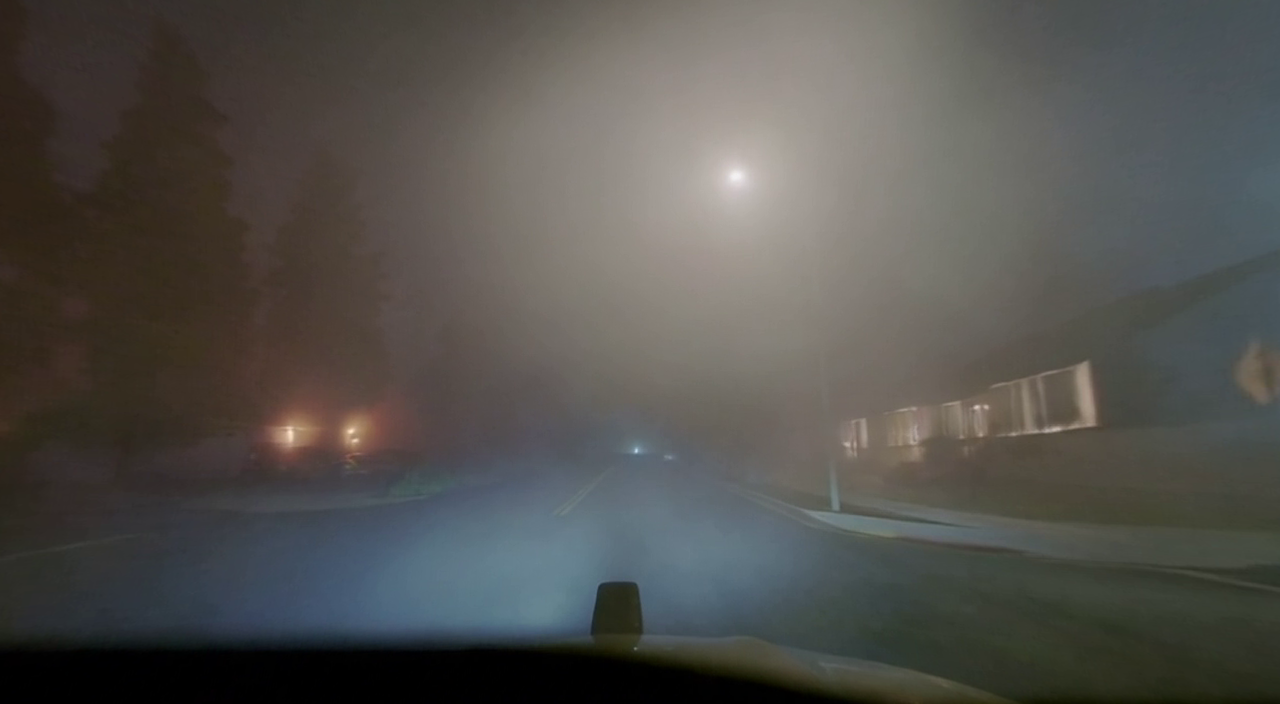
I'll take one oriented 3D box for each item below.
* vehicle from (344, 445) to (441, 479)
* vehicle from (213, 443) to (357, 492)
[{"bbox_3d":[-14.235,6.317,36.300,5.275,1.807,2.279,-5,-10,29],"label":"vehicle"},{"bbox_3d":[-14.923,4.828,26.831,2.066,1.852,4.782,-6,-10,33],"label":"vehicle"}]
